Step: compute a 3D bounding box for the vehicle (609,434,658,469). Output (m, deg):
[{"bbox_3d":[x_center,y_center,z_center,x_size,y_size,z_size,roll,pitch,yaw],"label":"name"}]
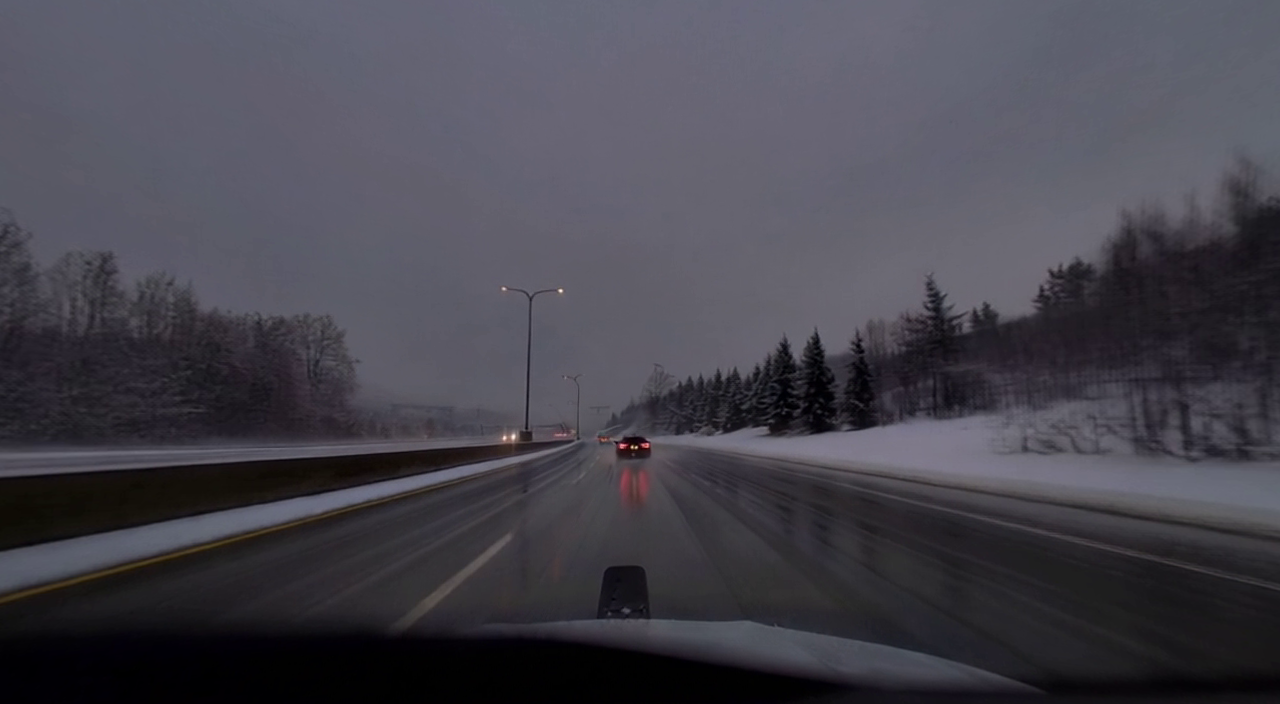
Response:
[{"bbox_3d":[-0.287,4.718,29.954,2.130,1.512,4.057,0,-8,0],"label":"vehicle"}]
